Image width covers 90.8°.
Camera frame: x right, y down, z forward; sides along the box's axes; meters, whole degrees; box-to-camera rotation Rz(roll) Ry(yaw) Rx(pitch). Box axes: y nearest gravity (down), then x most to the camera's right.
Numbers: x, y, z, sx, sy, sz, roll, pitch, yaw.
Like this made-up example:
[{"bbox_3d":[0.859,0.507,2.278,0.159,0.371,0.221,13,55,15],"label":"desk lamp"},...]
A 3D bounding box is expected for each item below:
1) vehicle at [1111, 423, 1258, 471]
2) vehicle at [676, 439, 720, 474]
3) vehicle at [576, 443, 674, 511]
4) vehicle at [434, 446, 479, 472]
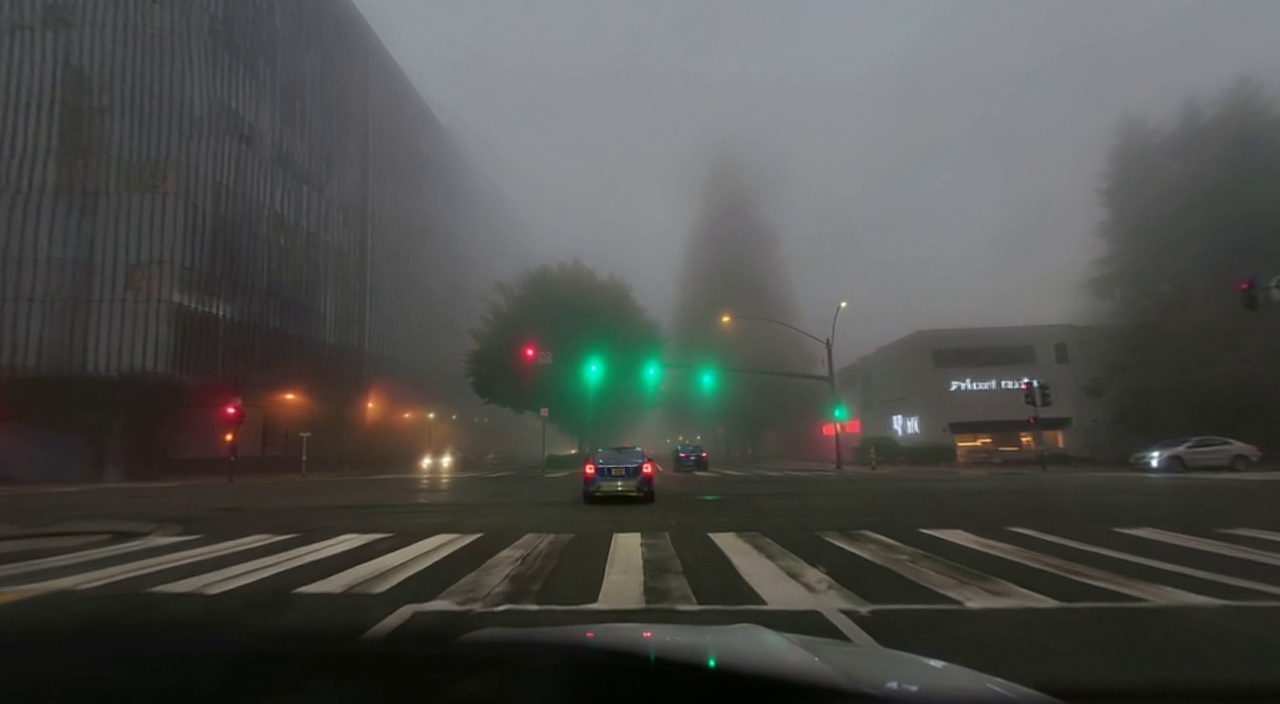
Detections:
[{"bbox_3d":[23.975,4.222,27.962,4.384,2.000,2.345,1,-9,-4],"label":"vehicle"},{"bbox_3d":[3.240,5.871,35.944,2.078,1.799,4.089,1,-8,-1],"label":"vehicle"},{"bbox_3d":[-0.374,3.046,15.946,2.144,1.398,3.963,1,-8,-1],"label":"vehicle"},{"bbox_3d":[-12.684,7.402,43.992,2.000,1.507,4.286,-3,-8,-2],"label":"vehicle"}]
